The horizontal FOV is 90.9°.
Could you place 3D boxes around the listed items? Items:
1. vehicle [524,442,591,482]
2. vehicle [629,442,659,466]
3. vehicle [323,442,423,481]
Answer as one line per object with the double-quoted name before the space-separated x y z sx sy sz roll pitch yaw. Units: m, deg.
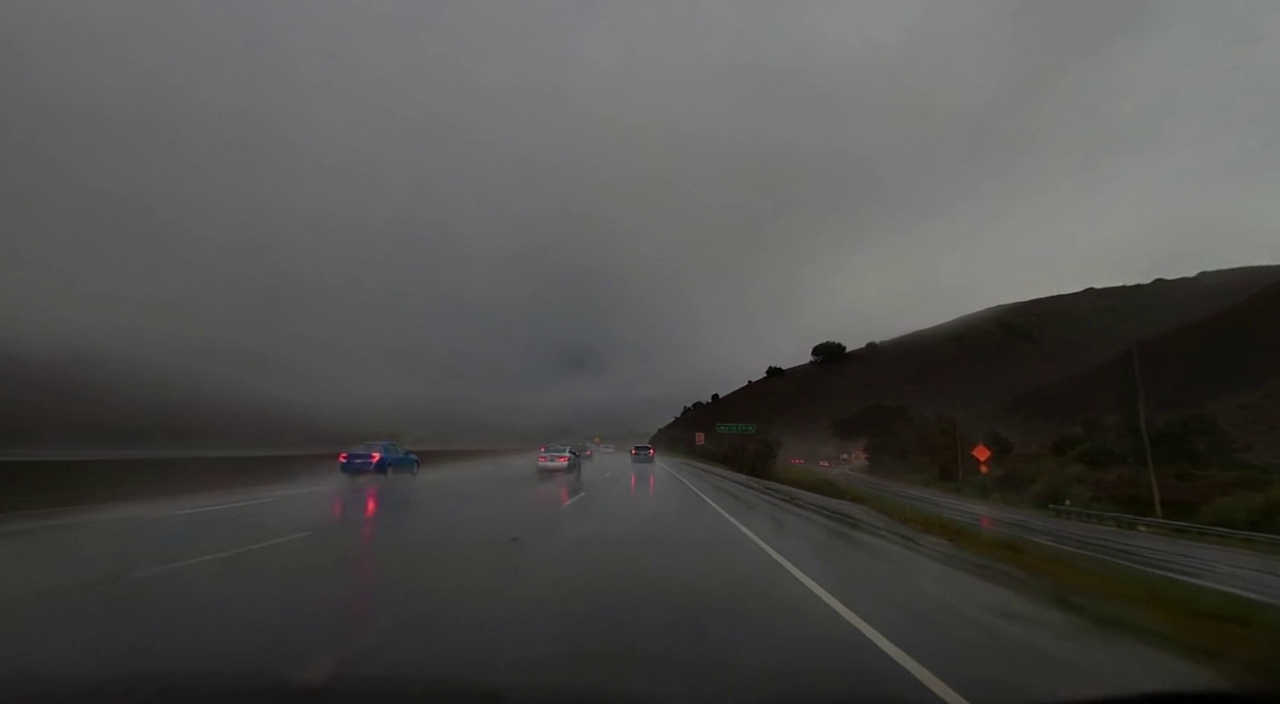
"vehicle" -3.347 4.564 26.573 2.080 1.505 4.649 -1 -8 1
"vehicle" 0.333 7.555 47.067 2.138 1.674 4.044 0 -8 1
"vehicle" -11.018 4.532 26.489 1.945 1.466 4.947 0 -8 1
